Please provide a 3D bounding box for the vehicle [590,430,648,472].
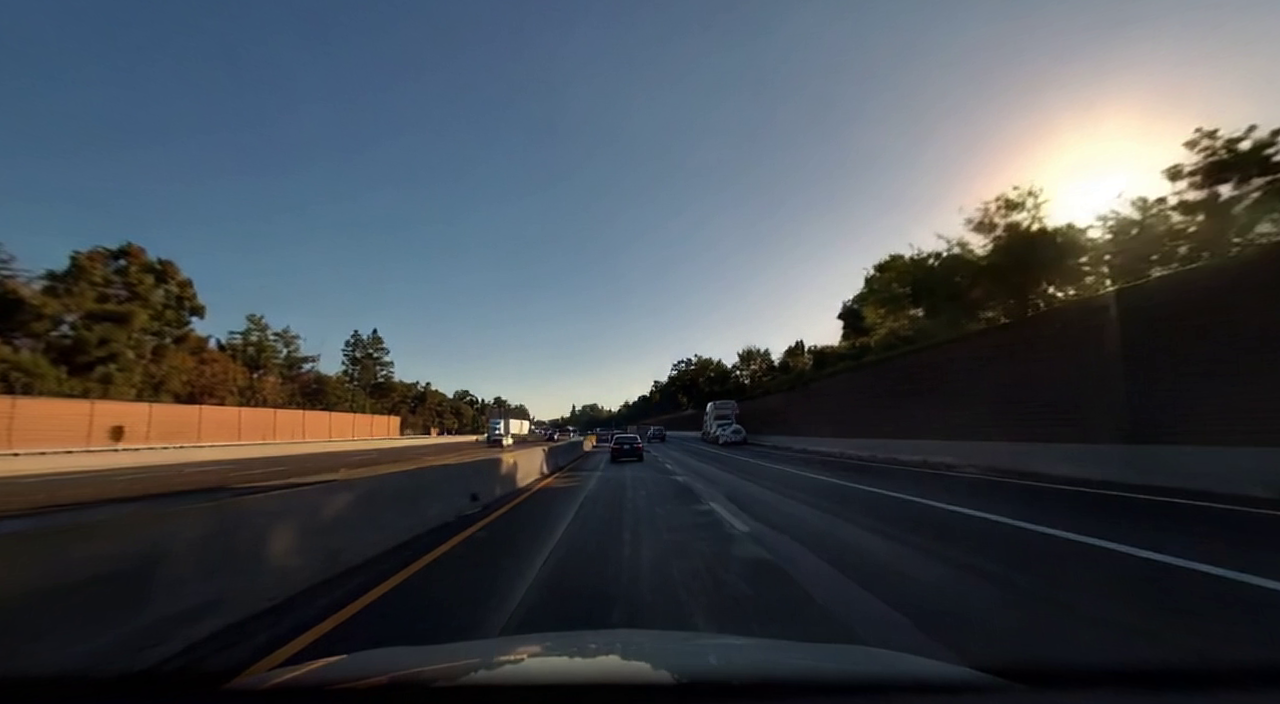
[{"bbox_3d":[-0.817,3.854,24.762,2.119,1.480,4.000,0,-8,-2],"label":"vehicle"}]
